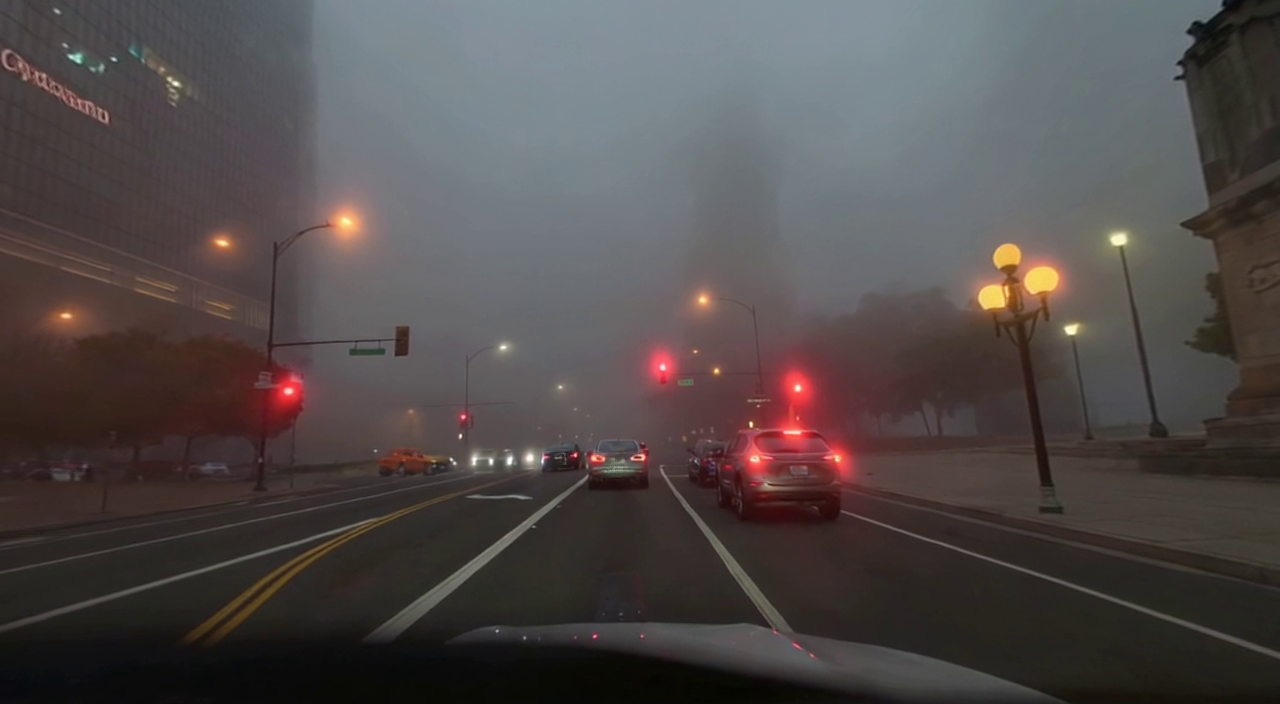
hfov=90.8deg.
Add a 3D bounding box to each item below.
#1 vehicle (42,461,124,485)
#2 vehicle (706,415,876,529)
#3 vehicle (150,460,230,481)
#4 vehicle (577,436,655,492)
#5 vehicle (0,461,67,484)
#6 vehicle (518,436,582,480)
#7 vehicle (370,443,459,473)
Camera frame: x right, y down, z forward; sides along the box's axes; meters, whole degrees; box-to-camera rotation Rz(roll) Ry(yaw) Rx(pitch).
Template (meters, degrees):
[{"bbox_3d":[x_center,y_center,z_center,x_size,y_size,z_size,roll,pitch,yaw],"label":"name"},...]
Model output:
[{"bbox_3d":[-40.244,8.734,45.701,4.224,1.622,1.808,0,-9,0],"label":"vehicle"},{"bbox_3d":[2.609,2.218,12.185,2.096,1.775,4.440,0,-9,-1],"label":"vehicle"},{"bbox_3d":[-32.478,8.545,45.623,4.392,1.427,1.764,0,-9,0],"label":"vehicle"},{"bbox_3d":[-0.644,3.313,18.997,2.096,1.492,4.071,0,-9,0],"label":"vehicle"},{"bbox_3d":[-44.554,8.807,46.175,3.671,1.498,1.670,1,-9,3],"label":"vehicle"},{"bbox_3d":[-3.584,4.304,25.956,2.045,1.633,4.864,0,-9,-2],"label":"vehicle"},{"bbox_3d":[-14.082,6.660,39.752,4.855,1.769,2.071,1,-9,-9],"label":"vehicle"}]
